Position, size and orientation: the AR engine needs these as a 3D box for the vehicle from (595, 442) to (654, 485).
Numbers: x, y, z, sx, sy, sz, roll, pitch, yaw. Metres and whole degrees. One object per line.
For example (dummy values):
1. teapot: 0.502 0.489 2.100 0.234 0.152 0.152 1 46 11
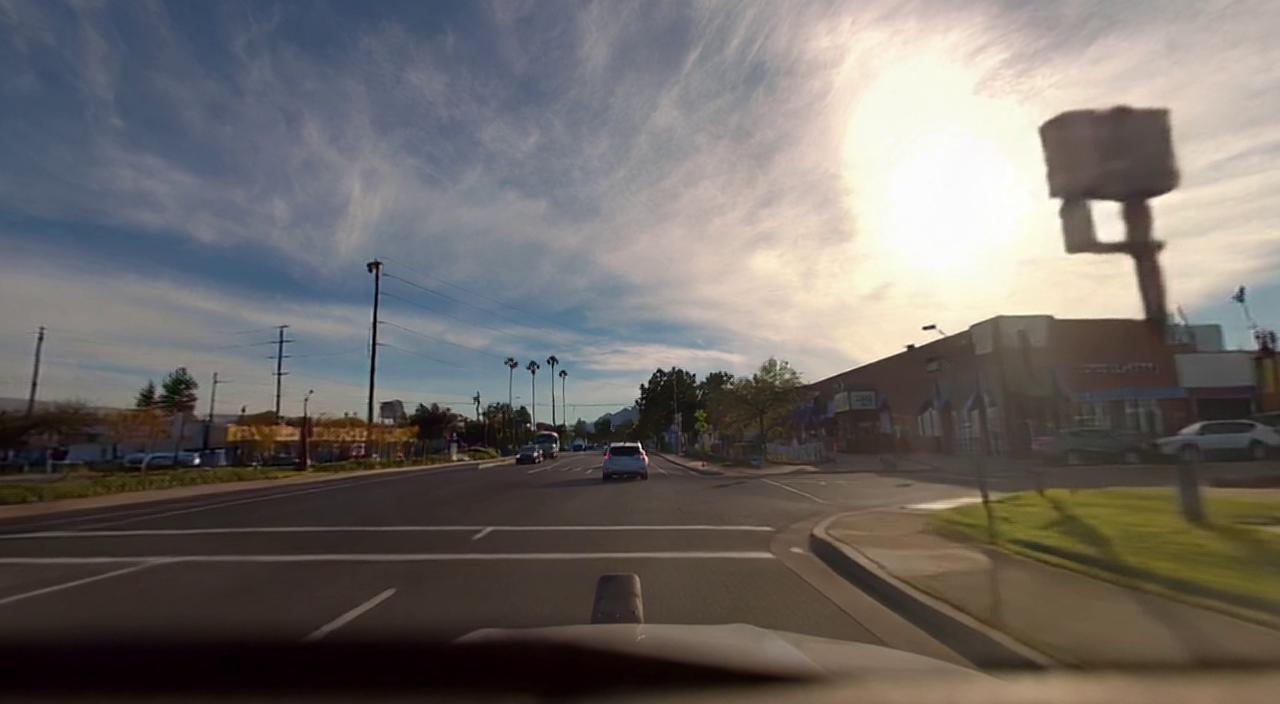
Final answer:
1. vehicle: -0.568 4.215 24.189 2.076 1.486 4.119 0 -9 -1

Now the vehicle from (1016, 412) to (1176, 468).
1. vehicle: 18.565 3.634 25.934 4.747 2.178 2.336 1 -9 -3

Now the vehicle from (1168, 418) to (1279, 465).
1. vehicle: 24.699 3.709 26.129 4.025 1.827 1.852 0 -9 -2
